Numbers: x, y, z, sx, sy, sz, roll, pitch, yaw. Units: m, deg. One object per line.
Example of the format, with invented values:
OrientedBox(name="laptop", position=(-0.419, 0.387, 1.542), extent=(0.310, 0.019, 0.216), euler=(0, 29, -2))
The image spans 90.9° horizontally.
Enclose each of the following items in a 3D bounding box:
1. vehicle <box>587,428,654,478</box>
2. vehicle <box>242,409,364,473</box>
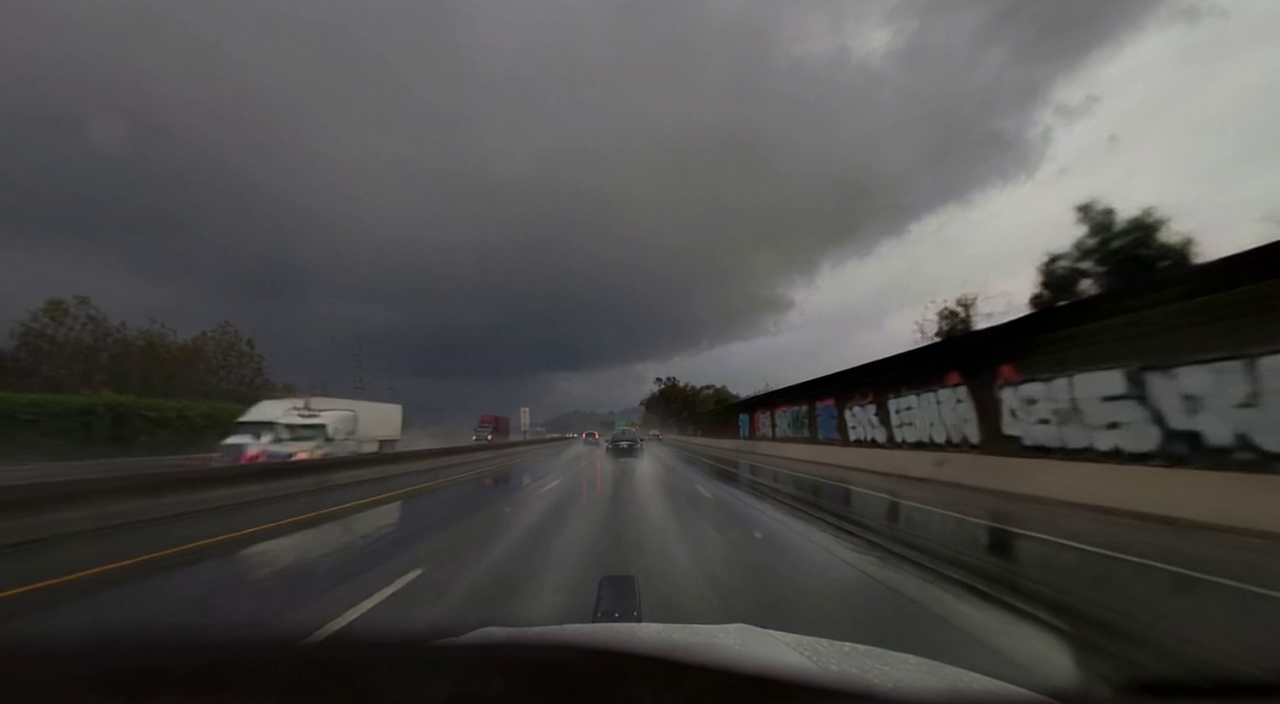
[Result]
OrientedBox(name="vehicle", position=(-0.620, 3.303, 20.929), extent=(2.044, 1.477, 3.693), euler=(0, -8, -1))
OrientedBox(name="vehicle", position=(-15.542, 4.173, 29.715), extent=(2.212, 2.610, 6.936), euler=(0, -8, -3))
